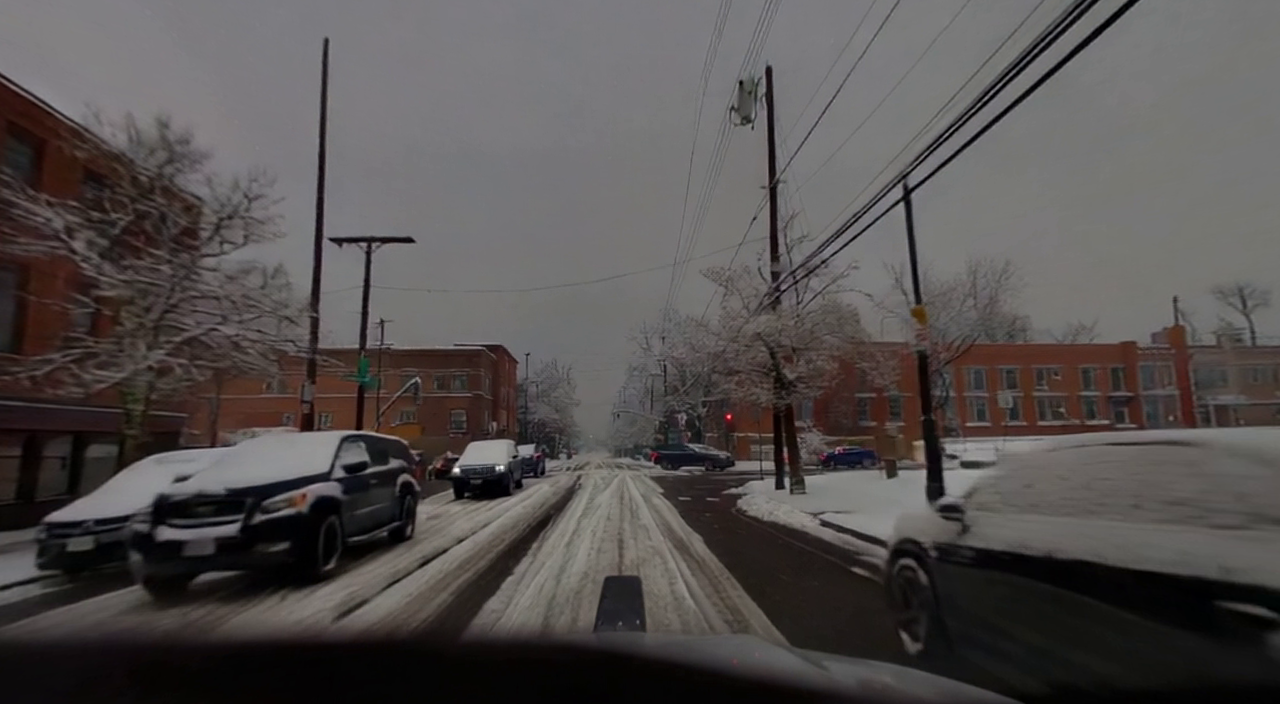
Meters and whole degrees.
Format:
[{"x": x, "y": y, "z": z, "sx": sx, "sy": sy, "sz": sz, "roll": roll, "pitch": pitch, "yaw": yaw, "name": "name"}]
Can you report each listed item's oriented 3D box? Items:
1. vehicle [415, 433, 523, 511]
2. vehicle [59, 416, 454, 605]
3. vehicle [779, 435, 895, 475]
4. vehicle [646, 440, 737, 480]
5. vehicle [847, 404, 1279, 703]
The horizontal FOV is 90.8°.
[{"x": -4.507, "y": 3.201, "z": 17.419, "sx": 1.918, "sy": 1.823, "sz": 4.536, "roll": 0, "pitch": -8, "yaw": -3, "name": "vehicle"}, {"x": -4.510, "y": 1.902, "z": 8.665, "sx": 2.236, "sy": 1.834, "sz": 4.743, "roll": -1, "pitch": -8, "yaw": 3, "name": "vehicle"}, {"x": 9.850, "y": 5.212, "z": 32.040, "sx": 5.167, "sy": 1.895, "sz": 2.140, "roll": -1, "pitch": -8, "yaw": 3, "name": "vehicle"}, {"x": 2.453, "y": 5.019, "z": 29.666, "sx": 3.994, "sy": 1.736, "sz": 2.059, "roll": 7, "pitch": -11, "yaw": -42, "name": "vehicle"}, {"x": 2.724, "y": 1.073, "z": 2.927, "sx": 1.913, "sy": 1.509, "sz": 4.436, "roll": 0, "pitch": -8, "yaw": -2, "name": "vehicle"}]
